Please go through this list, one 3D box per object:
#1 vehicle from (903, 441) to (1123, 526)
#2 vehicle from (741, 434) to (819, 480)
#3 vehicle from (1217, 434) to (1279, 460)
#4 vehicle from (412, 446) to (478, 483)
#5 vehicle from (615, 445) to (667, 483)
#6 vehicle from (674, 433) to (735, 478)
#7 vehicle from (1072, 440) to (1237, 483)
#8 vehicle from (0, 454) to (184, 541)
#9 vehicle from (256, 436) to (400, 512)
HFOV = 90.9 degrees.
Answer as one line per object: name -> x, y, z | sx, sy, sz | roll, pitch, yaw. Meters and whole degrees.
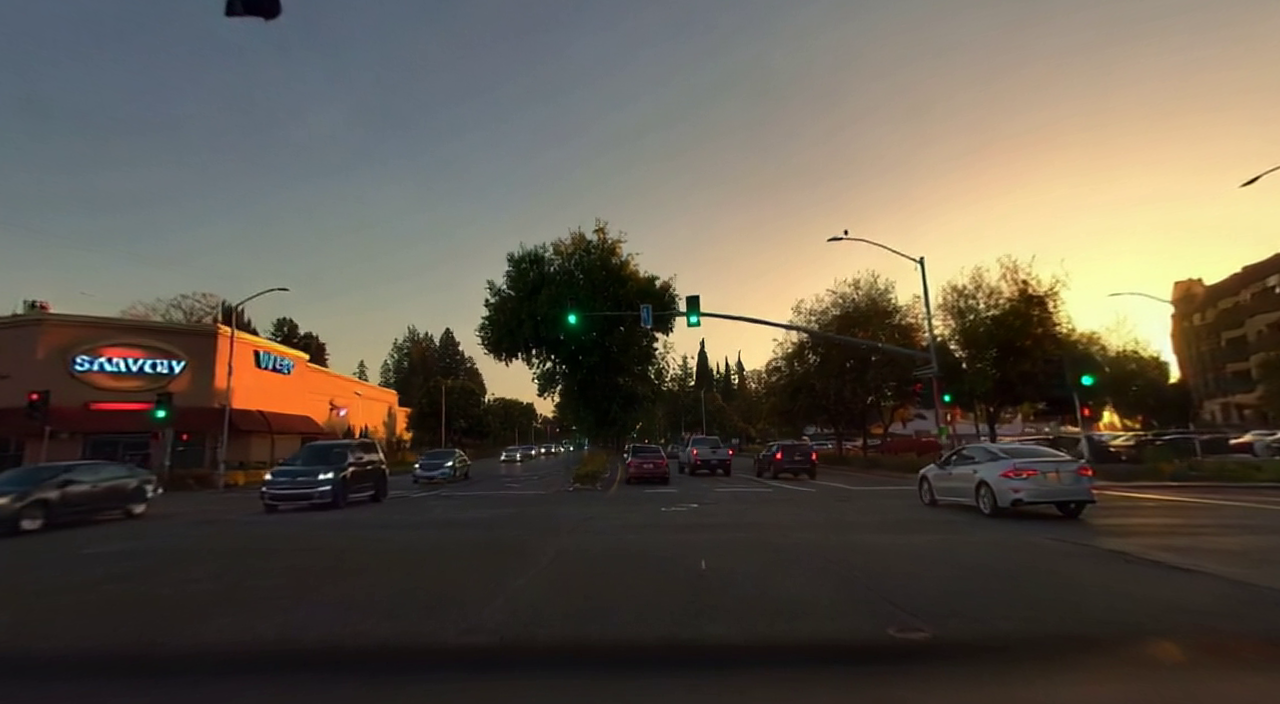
vehicle -> 7.624, 2.683, 13.552 | 1.905, 1.498, 4.463 | 0, -8, -1
vehicle -> 6.639, 5.046, 30.601 | 2.323, 2.009, 5.266 | 0, -8, -3
vehicle -> 35.890, 5.400, 35.893 | 4.230, 1.449, 1.782 | 0, -8, 0
vehicle -> -8.952, 5.171, 29.332 | 1.827, 1.602, 4.115 | 0, -8, -1
vehicle -> -0.034, 4.628, 26.338 | 2.038, 1.447, 3.756 | 0, -8, -2
vehicle -> 3.208, 5.313, 32.690 | 2.358, 2.116, 5.328 | 0, -8, -3
vehicle -> 18.198, 3.881, 22.474 | 4.227, 1.460, 1.777 | 0, -8, 2
vehicle -> -12.592, 2.993, 13.604 | 1.969, 1.486, 4.773 | 0, -8, 0
vehicle -> -8.253, 3.210, 17.168 | 1.904, 1.789, 4.021 | 0, -8, -2
